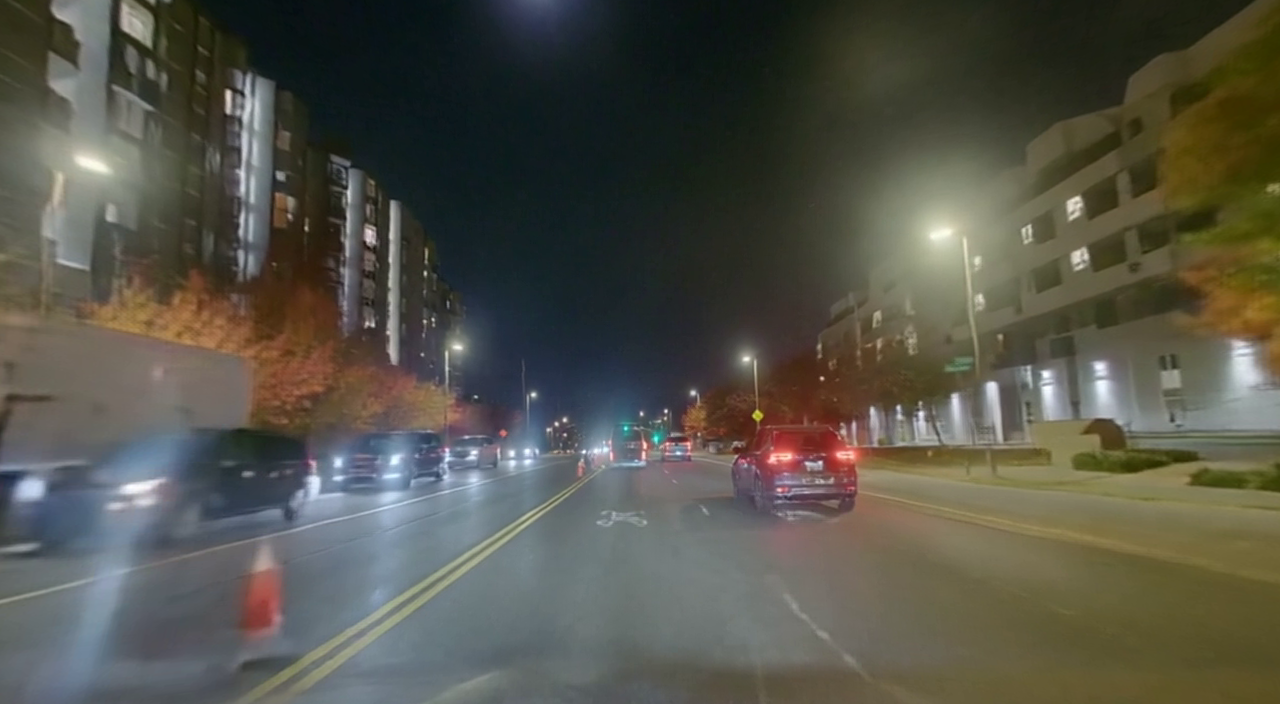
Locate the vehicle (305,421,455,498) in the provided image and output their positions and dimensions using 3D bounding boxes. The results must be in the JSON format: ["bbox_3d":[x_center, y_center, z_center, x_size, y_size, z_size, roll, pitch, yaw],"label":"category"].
[{"bbox_3d":[-7.646,3.232,19.308,2.296,1.911,5.688,-2,-8,-1],"label":"vehicle"}]

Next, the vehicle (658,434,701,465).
[{"bbox_3d":[2.491,6.359,40.997,2.187,1.835,5.471,0,-8,-2],"label":"vehicle"}]

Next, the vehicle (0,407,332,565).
[{"bbox_3d":[-7.302,1.930,9.926,2.437,1.820,4.827,-1,-8,0],"label":"vehicle"}]

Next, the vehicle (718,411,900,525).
[{"bbox_3d":[3.075,2.292,12.966,2.120,1.828,5.531,0,-9,-1],"label":"vehicle"}]

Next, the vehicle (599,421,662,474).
[{"bbox_3d":[-0.526,4.737,31.141,2.762,2.309,6.723,0,-9,-2],"label":"vehicle"}]

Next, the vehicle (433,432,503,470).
[{"bbox_3d":[-9.510,5.529,35.182,2.192,1.923,4.970,-1,-9,5],"label":"vehicle"}]
